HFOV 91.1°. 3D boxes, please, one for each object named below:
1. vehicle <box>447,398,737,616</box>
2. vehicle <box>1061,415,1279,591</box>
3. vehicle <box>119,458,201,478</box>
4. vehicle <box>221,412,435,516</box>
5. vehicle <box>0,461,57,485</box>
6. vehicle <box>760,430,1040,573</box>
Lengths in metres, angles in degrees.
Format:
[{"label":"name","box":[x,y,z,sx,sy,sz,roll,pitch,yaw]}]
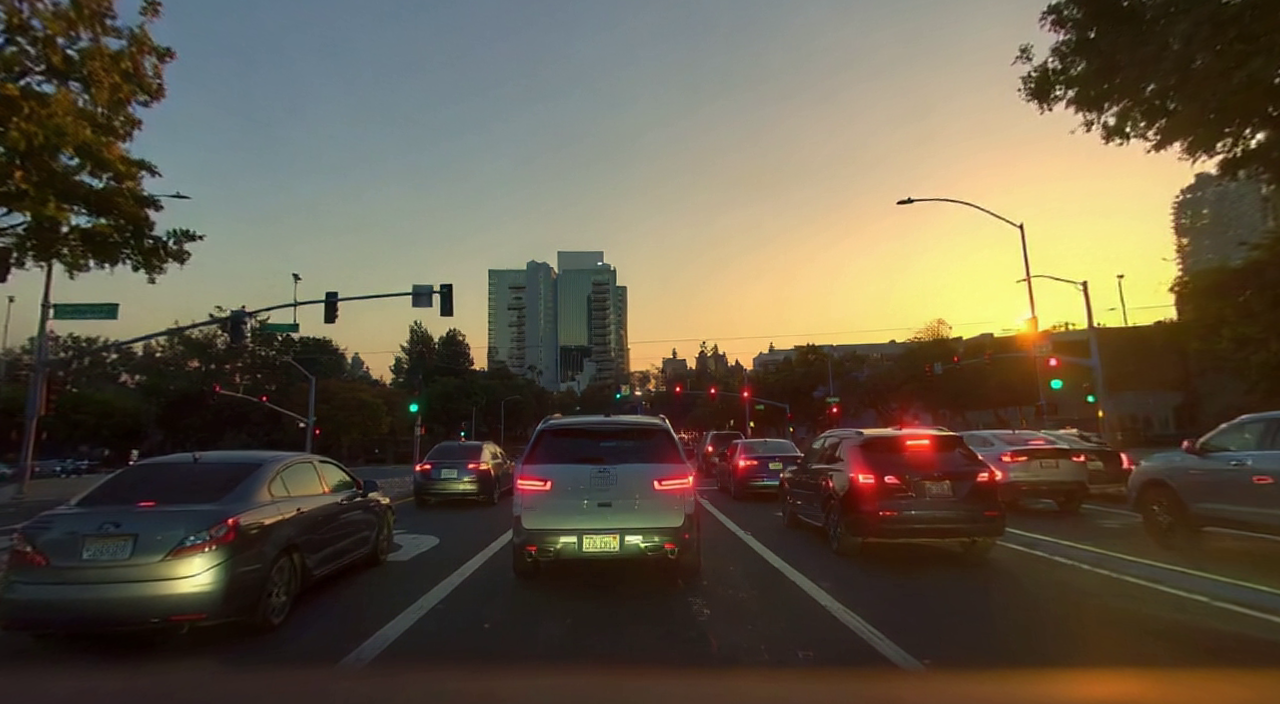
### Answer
[{"label":"vehicle","box":[-0.349,1.514,7.019,2.256,1.694,4.055,0,-9,1]},{"label":"vehicle","box":[6.576,1.420,6.148,1.941,1.532,4.152,0,-9,-1]},{"label":"vehicle","box":[-37.317,9.028,48.867,4.914,1.487,1.850,0,-9,1]},{"label":"vehicle","box":[-6.718,2.488,14.396,2.214,1.953,5.017,0,-9,1]},{"label":"vehicle","box":[-45.612,8.733,45.569,4.576,1.631,1.889,0,-8,2]},{"label":"vehicle","box":[3.149,1.896,8.858,1.971,1.473,4.495,0,-9,-1]}]
